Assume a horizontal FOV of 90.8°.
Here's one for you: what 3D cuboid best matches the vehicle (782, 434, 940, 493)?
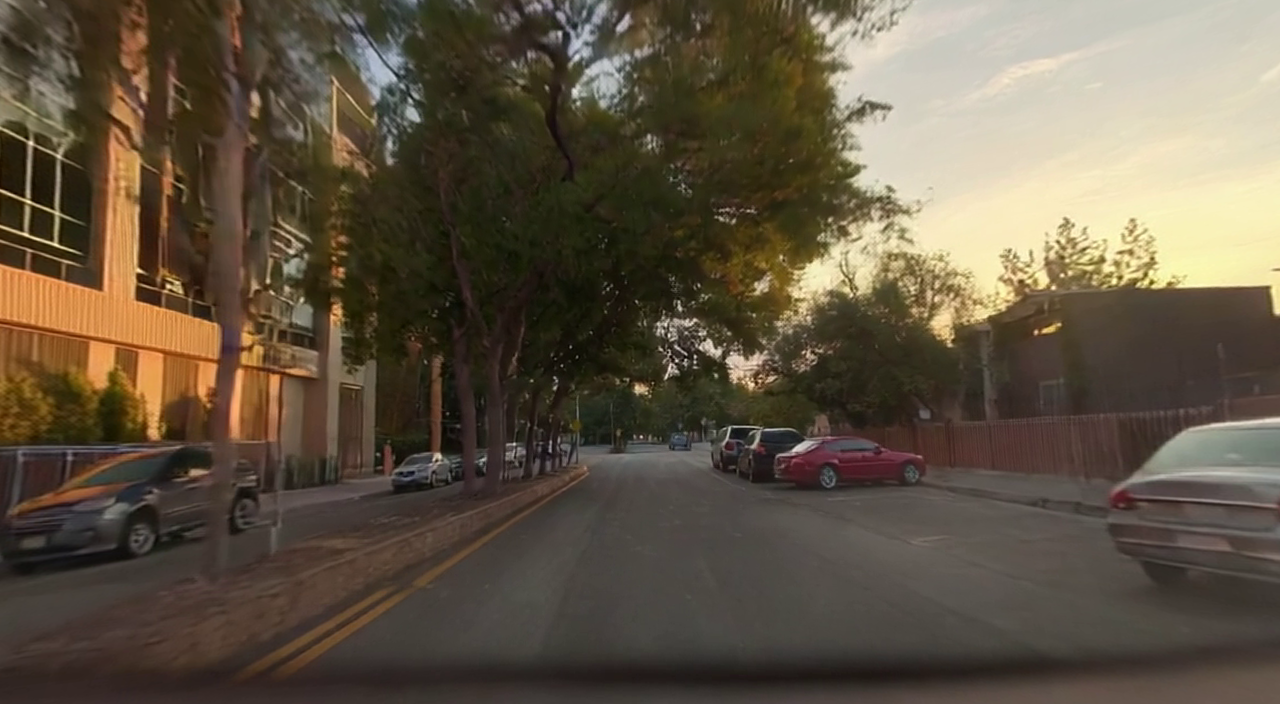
[{"bbox_3d":[6.393,3.169,18.232,4.265,1.510,1.915,5,-10,-30],"label":"vehicle"}]

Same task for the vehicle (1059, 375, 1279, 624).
[{"bbox_3d":[6.586,1.257,5.949,4.858,1.758,2.021,4,-9,-25],"label":"vehicle"}]

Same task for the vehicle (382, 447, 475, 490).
[{"bbox_3d":[-8.161,4.500,24.930,1.911,1.497,4.738,0,-8,2],"label":"vehicle"}]

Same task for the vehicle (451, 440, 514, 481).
[{"bbox_3d":[-7.840,5.379,31.867,1.957,1.693,4.588,-2,-6,1],"label":"vehicle"}]

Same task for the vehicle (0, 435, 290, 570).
[{"bbox_3d":[-8.043,2.264,10.354,2.172,1.707,4.273,0,-8,0],"label":"vehicle"}]
